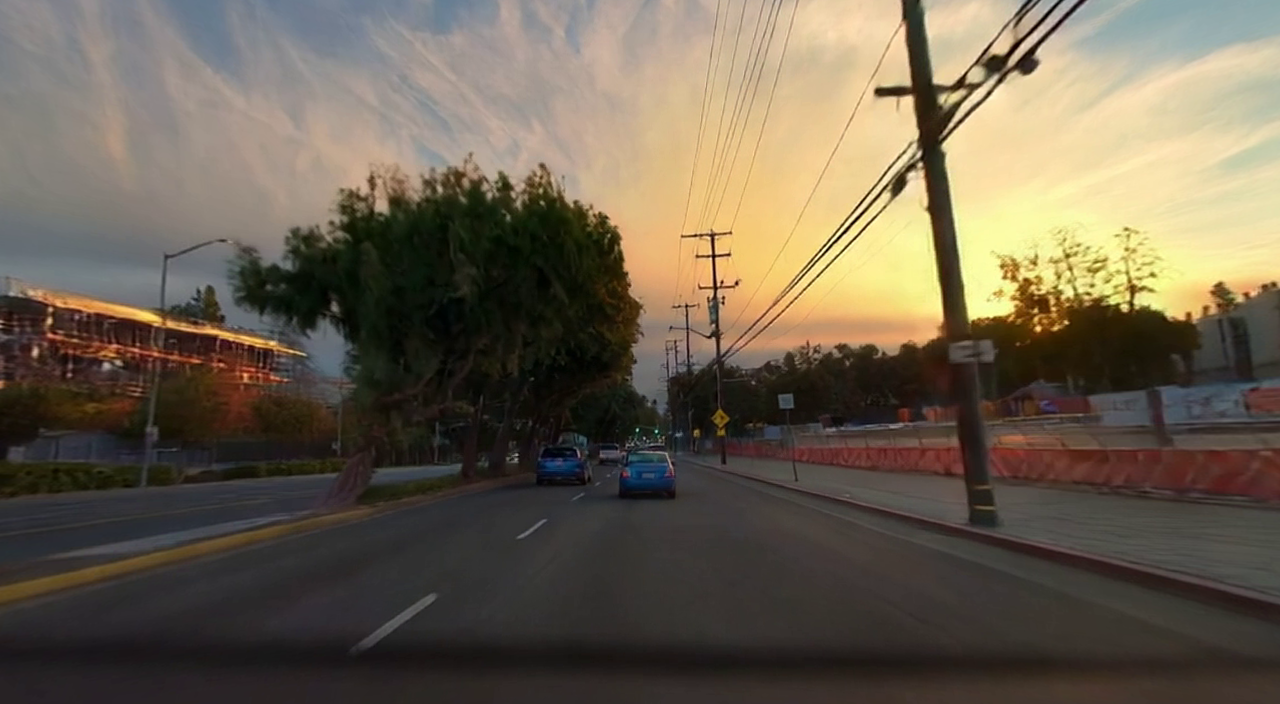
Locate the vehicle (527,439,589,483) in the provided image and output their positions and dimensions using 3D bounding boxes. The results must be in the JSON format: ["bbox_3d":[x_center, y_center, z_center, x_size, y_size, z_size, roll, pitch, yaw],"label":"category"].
[{"bbox_3d":[-3.558,4.841,28.180,2.078,1.804,4.387,-1,-8,2],"label":"vehicle"}]

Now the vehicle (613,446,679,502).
[{"bbox_3d":[0.181,4.106,21.565,2.059,1.691,3.980,0,-8,0],"label":"vehicle"}]
